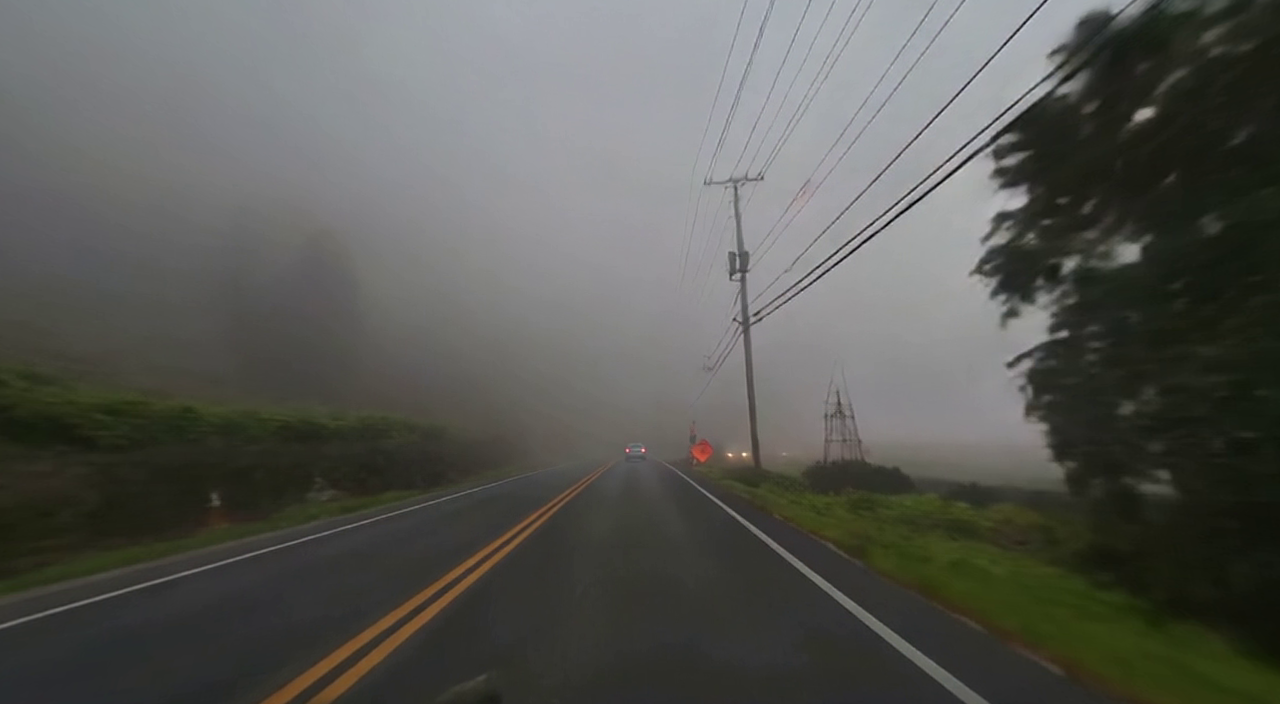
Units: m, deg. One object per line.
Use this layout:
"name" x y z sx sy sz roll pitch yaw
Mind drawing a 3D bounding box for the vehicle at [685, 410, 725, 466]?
"vehicle" 3.956 5.290 39.029 2.374 3.357 1.724 0 -8 4
